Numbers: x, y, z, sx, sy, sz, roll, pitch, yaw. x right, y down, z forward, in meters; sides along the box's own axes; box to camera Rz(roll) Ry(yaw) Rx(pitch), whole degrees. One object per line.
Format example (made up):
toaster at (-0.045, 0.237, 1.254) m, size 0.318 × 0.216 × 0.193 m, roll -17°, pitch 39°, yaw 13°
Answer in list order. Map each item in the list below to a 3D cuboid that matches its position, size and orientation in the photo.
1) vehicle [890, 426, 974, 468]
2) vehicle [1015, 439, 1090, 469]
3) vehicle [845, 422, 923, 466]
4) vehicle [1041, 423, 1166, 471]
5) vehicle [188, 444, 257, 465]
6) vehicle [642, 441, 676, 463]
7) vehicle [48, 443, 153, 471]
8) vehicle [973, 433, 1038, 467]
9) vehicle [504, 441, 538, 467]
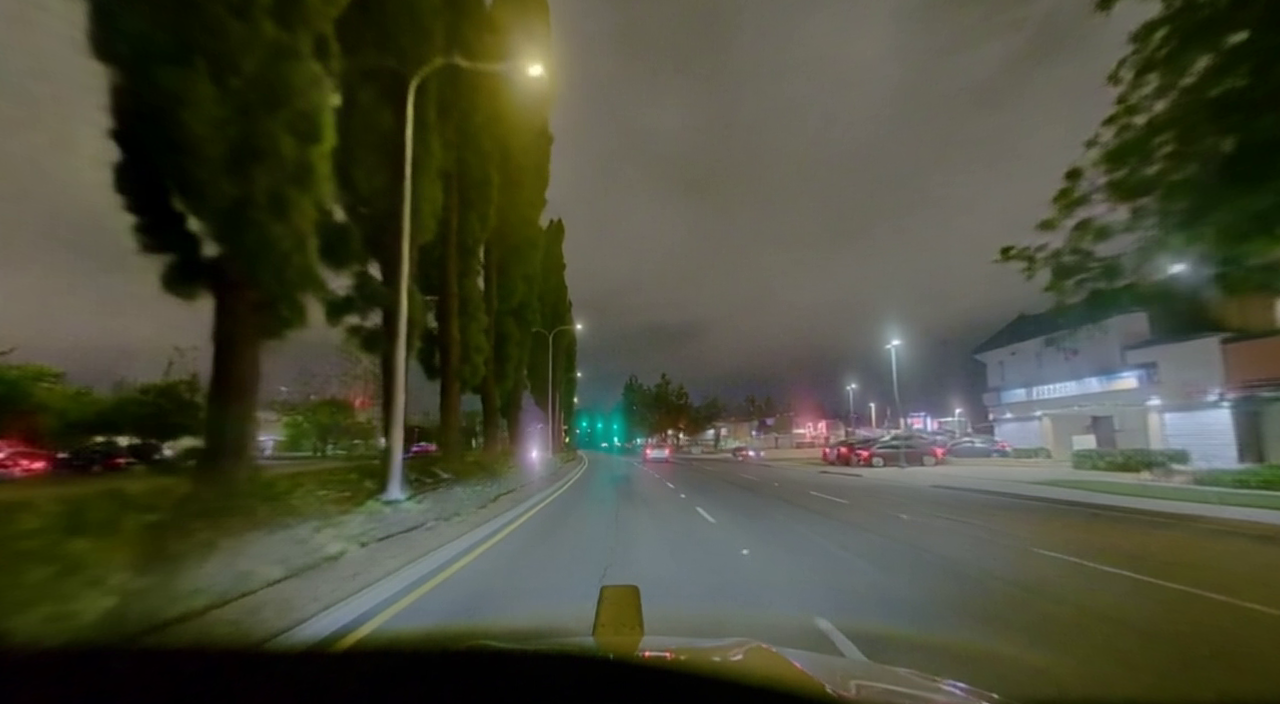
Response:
vehicle at (18.009, 5.828, 38.824) m, size 2.727 × 2.396 × 5.918 m, roll -9°, pitch -12°, yaw 43°
vehicle at (25.422, 6.269, 39.097) m, size 1.917 × 1.720 × 4.071 m, roll 0°, pitch -8°, yaw 1°
vehicle at (15.848, 5.952, 40.804) m, size 5.908 × 2.641 × 2.303 m, roll 8°, pitch -12°, yaw -44°
vehicle at (28.529, 5.910, 39.347) m, size 2.248 × 2.714 × 6.788 m, roll 1°, pitch -8°, yaw -4°
vehicle at (-32.083, 7.906, 48.624) m, size 3.952 × 1.462 × 1.857 m, roll 2°, pitch -6°, yaw -8°
vehicle at (1.315, 7.171, 45.284) m, size 1.913 × 1.473 × 4.360 m, roll 0°, pitch -9°, yaw -5°
vehicle at (-31.892, 6.196, 37.477) m, size 4.240 × 1.576 × 2.038 m, roll 0°, pitch -9°, yaw -4°
vehicle at (22.417, 6.046, 39.043) m, size 2.747 × 1.912 × 6.426 m, roll -4°, pitch -9°, yaw 25°
vehicle at (-8.604, 7.292, 45.457) m, size 2.180 × 1.556 × 5.130 m, roll 2°, pitch -7°, yaw -11°
